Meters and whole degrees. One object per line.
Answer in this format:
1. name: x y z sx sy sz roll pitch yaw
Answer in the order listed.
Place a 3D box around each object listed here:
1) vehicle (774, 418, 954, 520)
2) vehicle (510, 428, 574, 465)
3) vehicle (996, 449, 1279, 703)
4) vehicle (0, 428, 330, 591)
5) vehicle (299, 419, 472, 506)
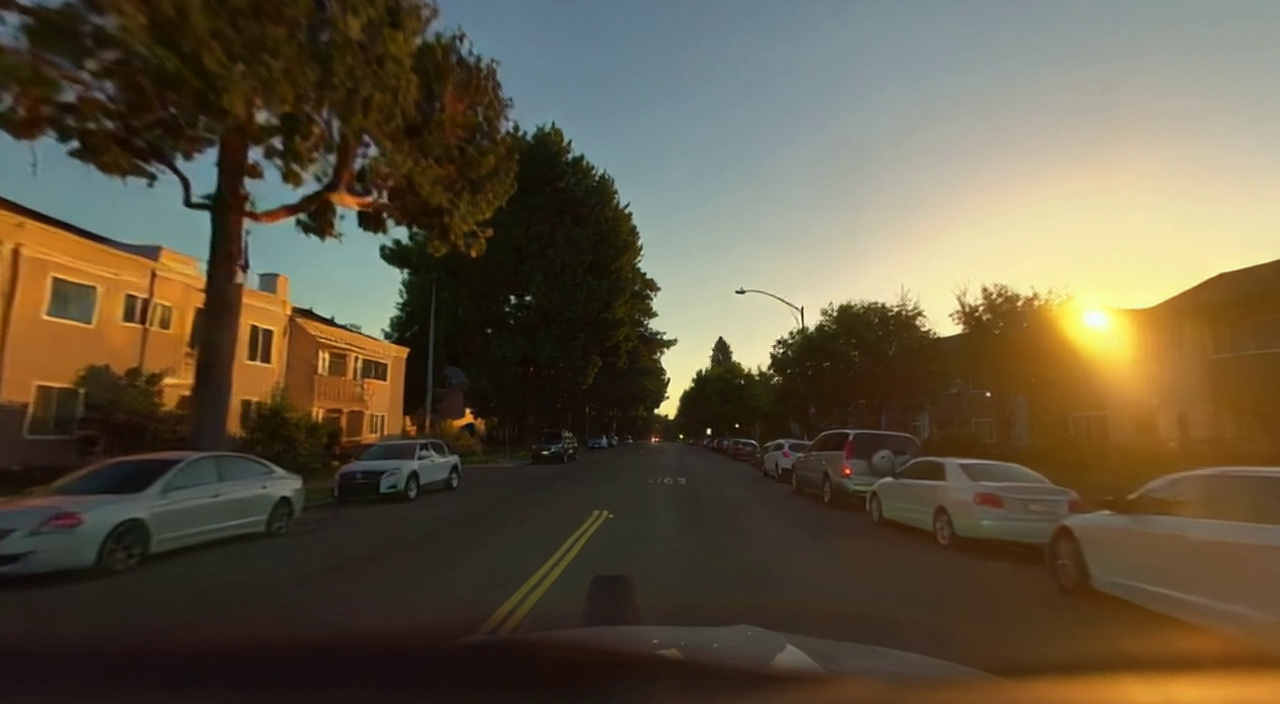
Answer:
1. vehicle: 5.039 2.738 15.400 2.365 1.970 6.011 0 -9 2
2. vehicle: -5.285 5.262 34.606 2.384 1.781 5.492 -3 -10 2
3. vehicle: 4.672 1.392 4.329 1.977 1.410 4.744 -1 -9 4
4. vehicle: -6.336 1.877 8.317 2.067 1.510 4.501 -2 -9 2
5. vehicle: -6.270 2.851 16.382 2.235 1.802 5.138 -3 -10 2
